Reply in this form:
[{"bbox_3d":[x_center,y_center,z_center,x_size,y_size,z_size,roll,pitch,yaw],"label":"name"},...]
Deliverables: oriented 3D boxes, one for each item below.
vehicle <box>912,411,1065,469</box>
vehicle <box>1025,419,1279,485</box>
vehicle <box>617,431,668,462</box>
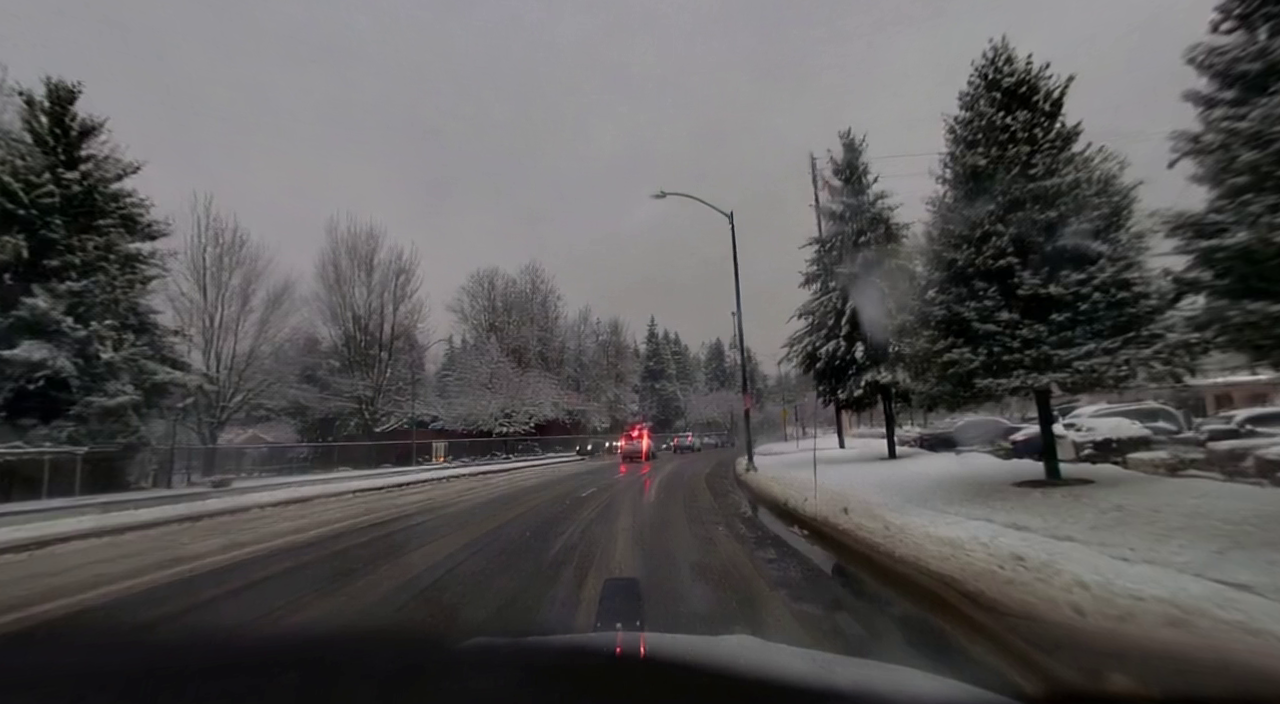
[{"bbox_3d":[12.991,3.313,23.790,4.408,1.682,2.040,-6,-9,3],"label":"vehicle"},{"bbox_3d":[12.176,2.395,15.193,4.423,1.455,2.034,0,-8,2],"label":"vehicle"},{"bbox_3d":[0.208,5.824,39.040,2.168,1.783,4.695,-2,-9,13],"label":"vehicle"}]
